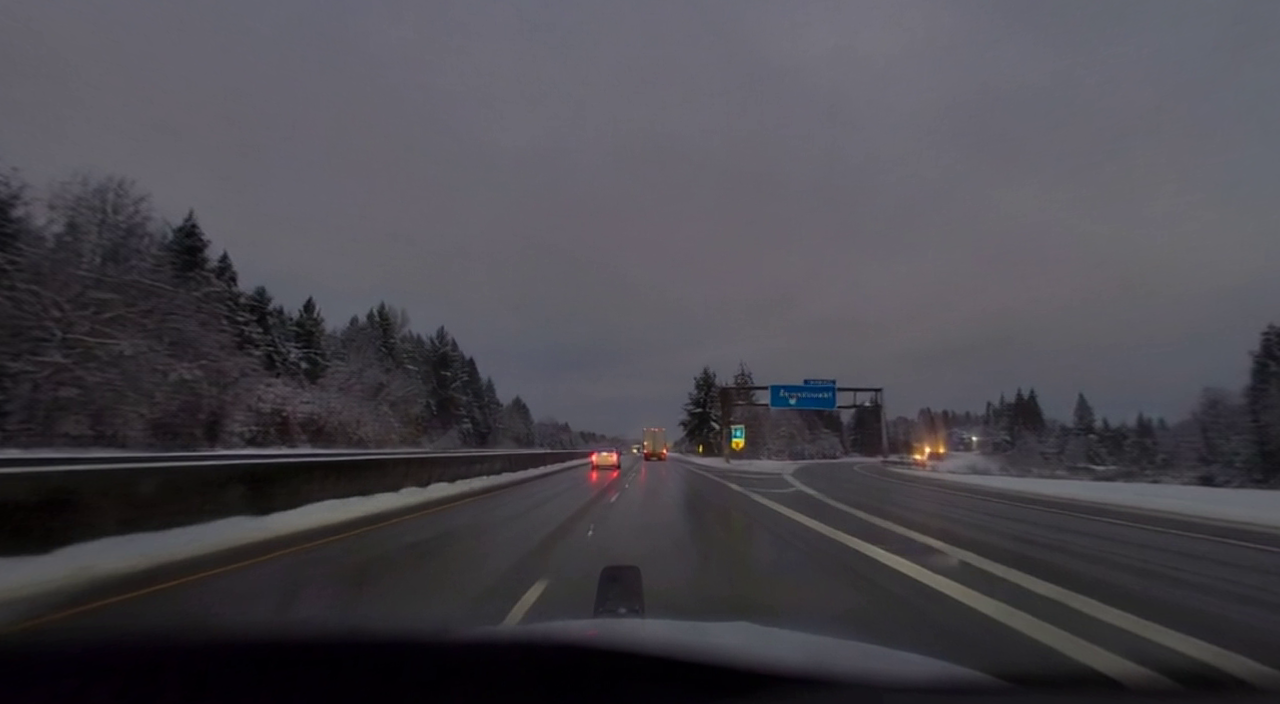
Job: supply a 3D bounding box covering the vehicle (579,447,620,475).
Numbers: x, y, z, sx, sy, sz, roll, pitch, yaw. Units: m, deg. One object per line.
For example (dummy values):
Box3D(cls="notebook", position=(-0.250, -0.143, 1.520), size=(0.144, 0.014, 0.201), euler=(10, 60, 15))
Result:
Box3D(cls="vehicle", position=(-2.412, 6.657, 38.744), size=(2.184, 1.574, 5.004), euler=(0, -9, 0))
